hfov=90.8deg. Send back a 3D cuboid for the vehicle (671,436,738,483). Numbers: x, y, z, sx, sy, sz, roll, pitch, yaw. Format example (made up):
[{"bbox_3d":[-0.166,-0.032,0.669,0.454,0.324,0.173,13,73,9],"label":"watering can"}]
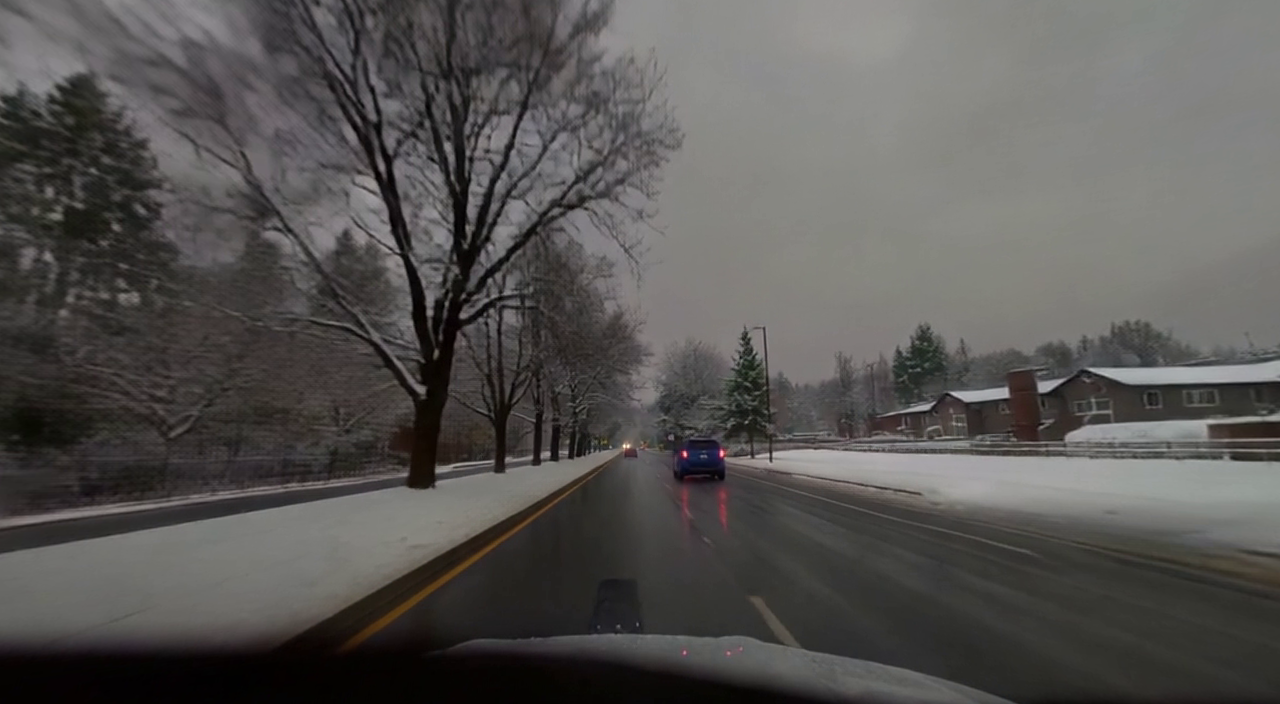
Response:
[{"bbox_3d":[2.486,4.313,25.592,2.164,1.725,4.285,0,-9,-1],"label":"vehicle"}]
